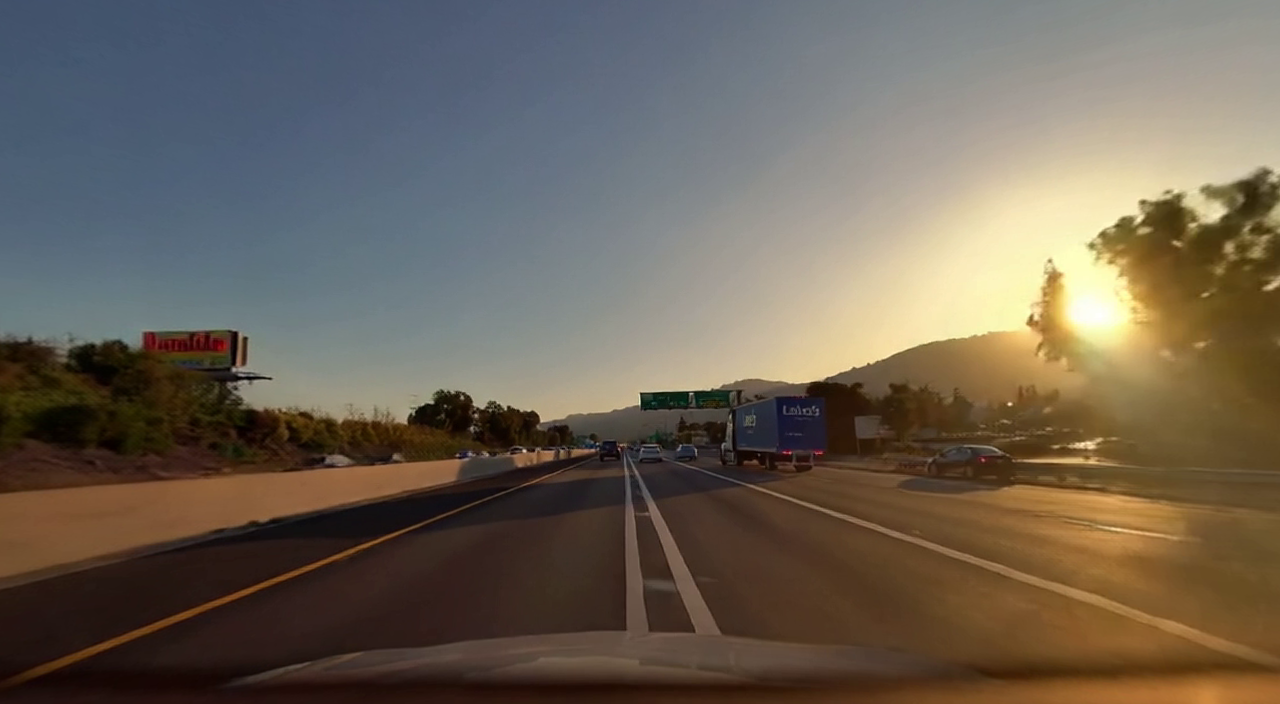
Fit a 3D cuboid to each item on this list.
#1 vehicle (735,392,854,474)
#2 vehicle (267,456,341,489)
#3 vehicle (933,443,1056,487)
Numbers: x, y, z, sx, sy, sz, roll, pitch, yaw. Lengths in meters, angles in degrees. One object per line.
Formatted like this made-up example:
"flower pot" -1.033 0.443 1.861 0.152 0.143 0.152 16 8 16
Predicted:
"vehicle" 9.061 5.333 40.280 2.892 4.128 16.495 0 -9 -2
"vehicle" -17.439 6.226 32.998 1.816 1.516 3.896 0 -9 -2
"vehicle" 12.968 4.153 23.489 1.862 1.462 4.459 0 -9 -2
